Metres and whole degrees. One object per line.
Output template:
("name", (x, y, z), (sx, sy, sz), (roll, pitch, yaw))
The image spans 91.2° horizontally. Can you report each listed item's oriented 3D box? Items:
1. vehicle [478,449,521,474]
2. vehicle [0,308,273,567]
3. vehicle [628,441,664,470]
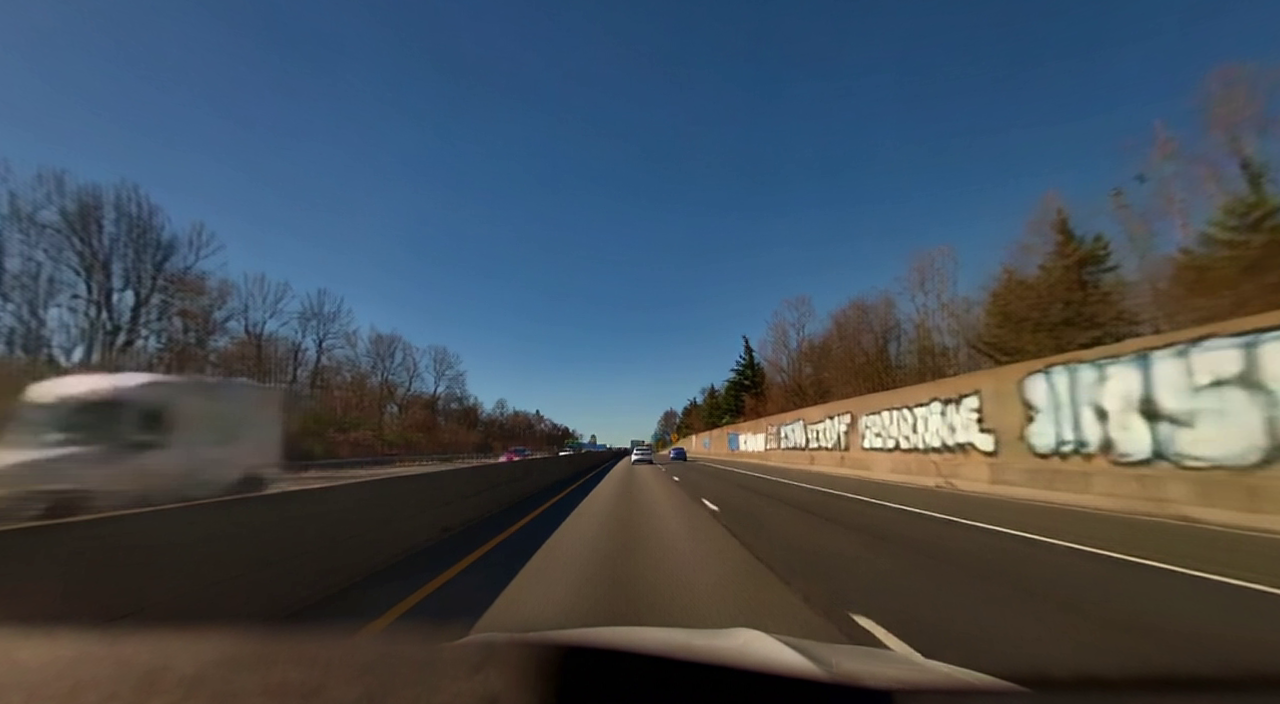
("vehicle", (-9.214, 7.167, 41.357), (1.895, 1.498, 4.329), (0, -9, -1))
("vehicle", (-8.966, 1.349, 9.608), (2.686, 3.050, 6.421), (-1, -9, 0))
("vehicle", (0.301, 6.362, 38.739), (2.095, 1.671, 4.219), (0, -9, -1))
